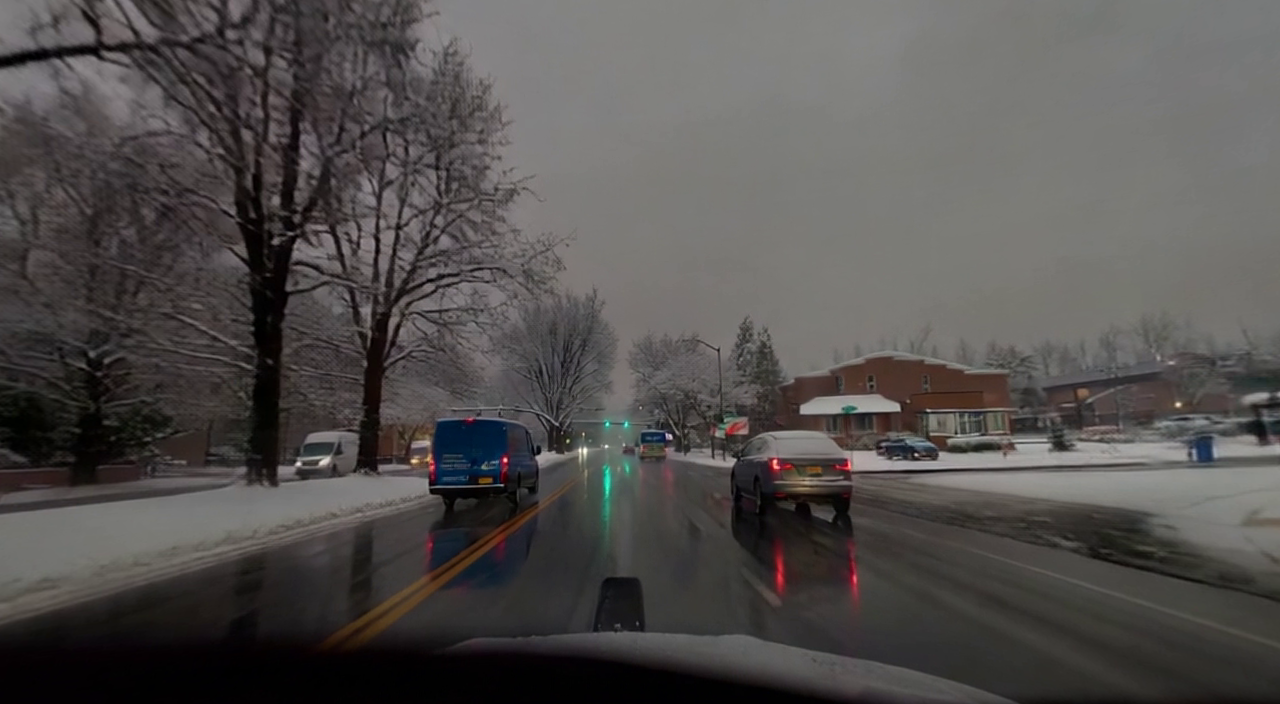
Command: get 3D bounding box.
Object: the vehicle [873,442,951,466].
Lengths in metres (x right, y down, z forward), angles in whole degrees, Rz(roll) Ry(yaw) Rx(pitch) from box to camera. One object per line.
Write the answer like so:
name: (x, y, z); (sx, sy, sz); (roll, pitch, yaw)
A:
vehicle: (17.591, 6.597, 40.980); (4.210, 1.480, 1.922); (2, -9, -11)

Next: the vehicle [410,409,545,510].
vehicle: (-3.982, 2.752, 16.494); (2.420, 2.227, 4.499); (0, -9, -1)

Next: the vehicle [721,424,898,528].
vehicle: (3.050, 2.365, 12.600); (2.087, 1.658, 4.612); (0, -9, -2)

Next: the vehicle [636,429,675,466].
vehicle: (1.046, 7.181, 47.403); (2.397, 2.566, 5.324); (0, -9, -4)
